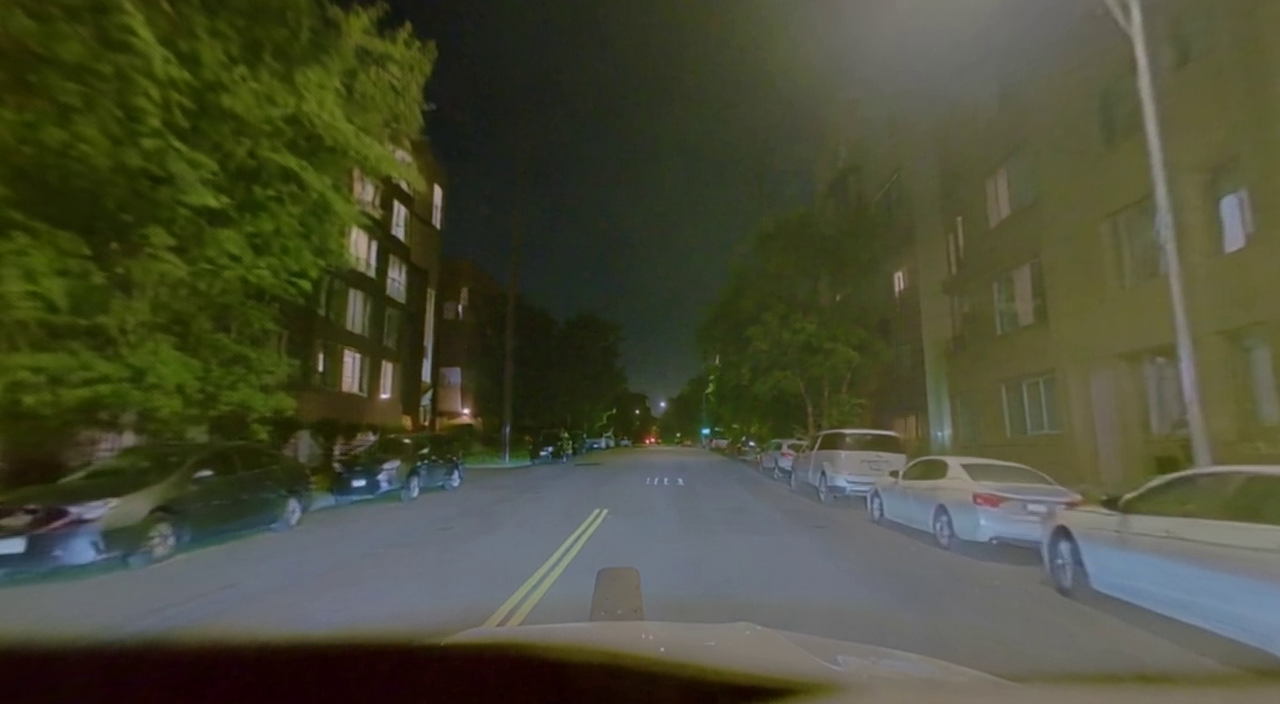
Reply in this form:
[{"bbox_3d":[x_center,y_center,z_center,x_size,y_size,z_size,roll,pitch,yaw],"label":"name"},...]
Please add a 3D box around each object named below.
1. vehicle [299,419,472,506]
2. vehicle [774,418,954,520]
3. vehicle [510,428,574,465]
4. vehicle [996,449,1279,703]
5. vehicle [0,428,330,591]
[{"bbox_3d":[-6.270,2.851,16.382,2.235,1.802,5.138,-3,-10,2],"label":"vehicle"},{"bbox_3d":[5.039,2.738,15.400,2.365,1.970,6.011,0,-9,2],"label":"vehicle"},{"bbox_3d":[-5.285,5.262,34.606,2.384,1.781,5.492,-3,-10,2],"label":"vehicle"},{"bbox_3d":[4.672,1.392,4.329,1.977,1.410,4.744,-1,-9,4],"label":"vehicle"},{"bbox_3d":[-6.336,1.877,8.317,2.067,1.510,4.501,-2,-9,2],"label":"vehicle"}]
